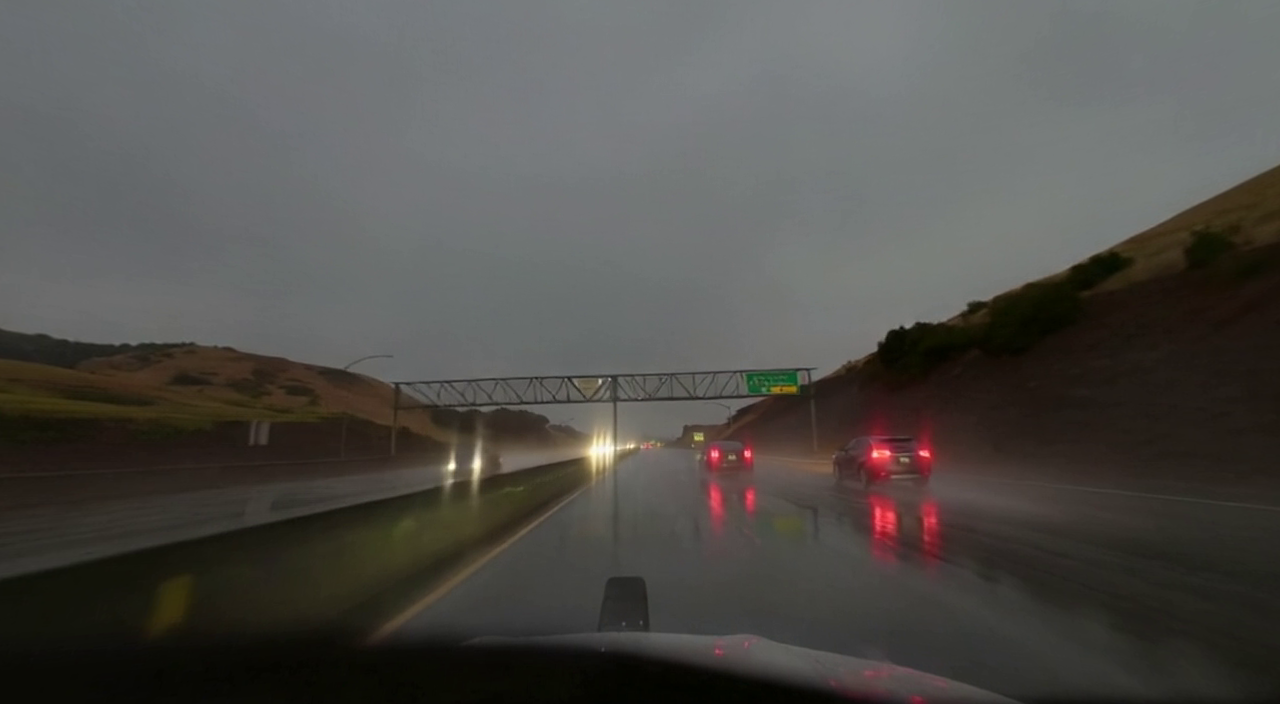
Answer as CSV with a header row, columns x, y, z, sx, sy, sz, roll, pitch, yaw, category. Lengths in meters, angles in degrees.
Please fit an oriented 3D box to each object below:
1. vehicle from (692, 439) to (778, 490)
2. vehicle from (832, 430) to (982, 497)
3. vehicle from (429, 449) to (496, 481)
x,y,z,sx,sy,sz,roll,pitch,yaw,category
2.921,3.554,20.303,2.044,1.444,4.216,0,-8,-1,vehicle
6.961,2.956,17.139,1.988,1.530,4.777,0,-8,0,vehicle
-8.998,5.758,32.392,2.089,1.460,4.488,-1,-8,0,vehicle
